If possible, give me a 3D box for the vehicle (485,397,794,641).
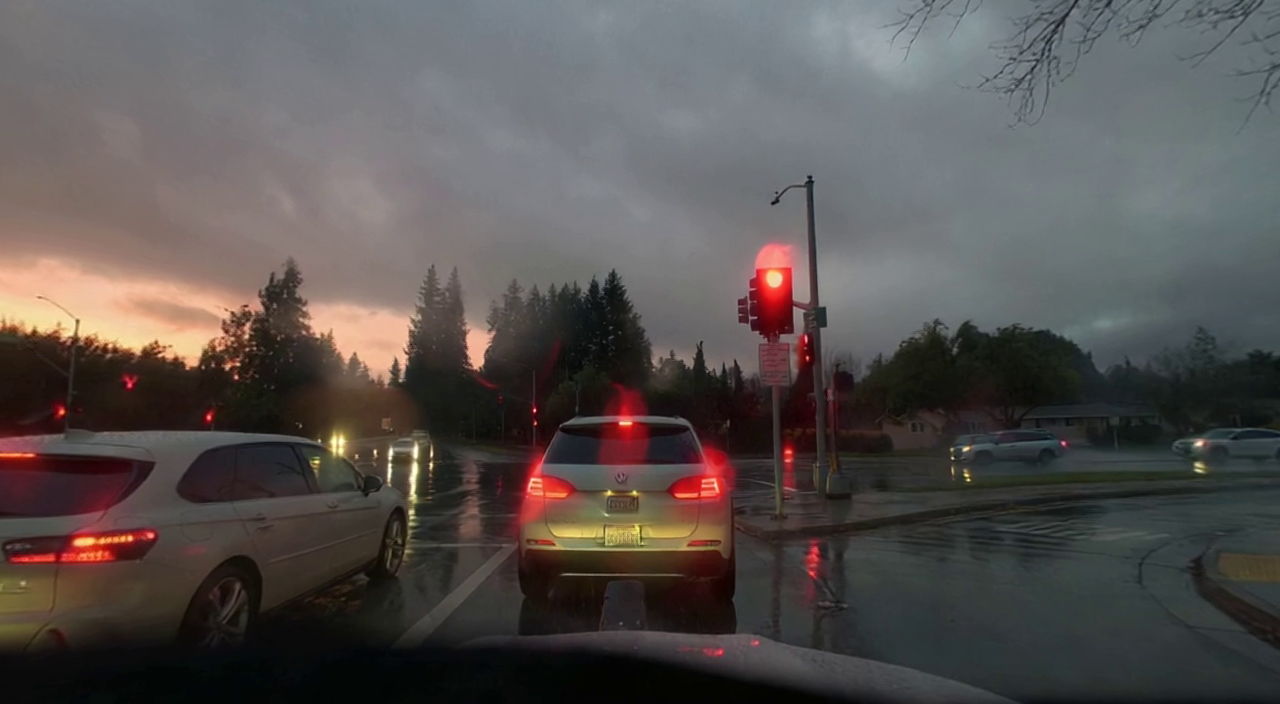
[{"bbox_3d":[-0.147,1.470,6.564,2.154,1.670,4.140,1,-9,-5],"label":"vehicle"}]

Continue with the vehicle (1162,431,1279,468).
[{"bbox_3d":[27.030,4.424,28.730,4.639,1.621,1.867,-1,-9,7],"label":"vehicle"}]

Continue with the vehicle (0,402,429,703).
[{"bbox_3d":[-3.294,1.269,4.693,2.035,1.492,4.415,0,-9,-2],"label":"vehicle"}]

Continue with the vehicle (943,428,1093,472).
[{"bbox_3d":[15.679,4.093,26.489,4.887,1.769,2.035,-1,-9,6],"label":"vehicle"}]
